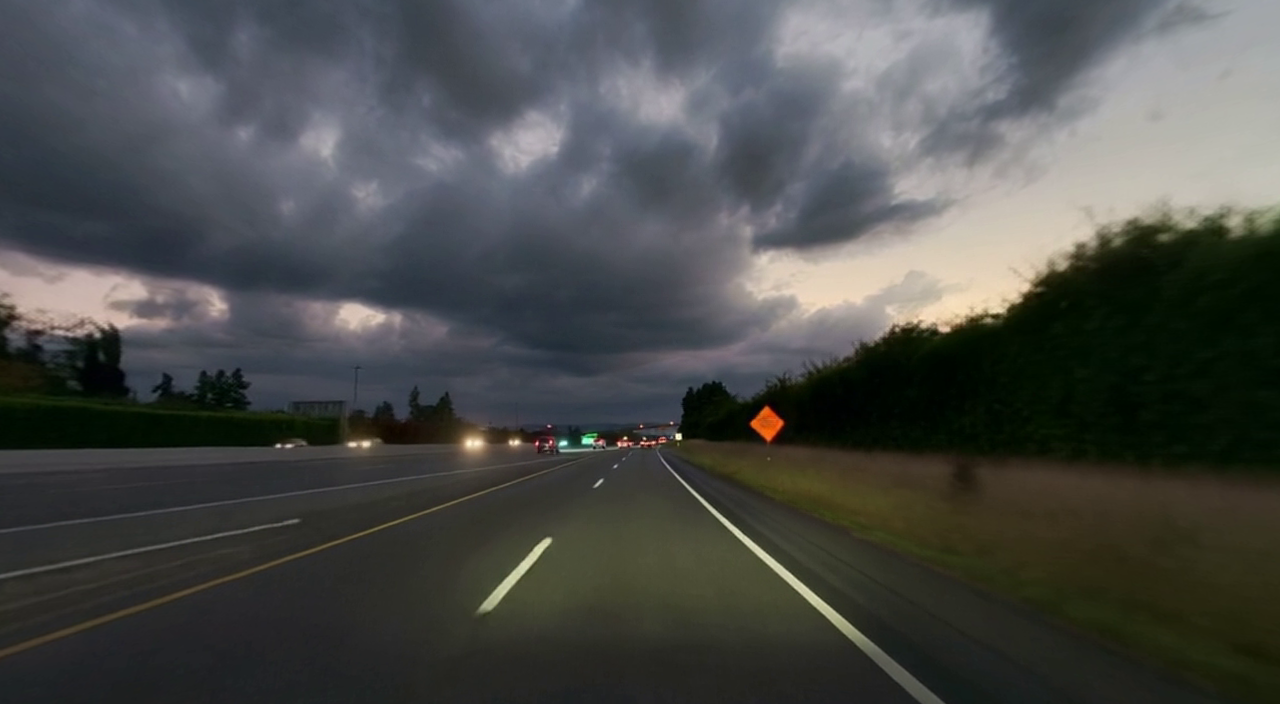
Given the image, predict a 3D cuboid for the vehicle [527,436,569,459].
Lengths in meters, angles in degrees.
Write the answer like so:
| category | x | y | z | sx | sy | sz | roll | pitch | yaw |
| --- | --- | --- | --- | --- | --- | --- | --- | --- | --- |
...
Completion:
| category | x | y | z | sx | sy | sz | roll | pitch | yaw |
| --- | --- | --- | --- | --- | --- | --- | --- | --- | --- |
| vehicle | -6.758 | 7.037 | 46.700 | 2.141 | 1.612 | 3.998 | -1 | -8 | 6 |
